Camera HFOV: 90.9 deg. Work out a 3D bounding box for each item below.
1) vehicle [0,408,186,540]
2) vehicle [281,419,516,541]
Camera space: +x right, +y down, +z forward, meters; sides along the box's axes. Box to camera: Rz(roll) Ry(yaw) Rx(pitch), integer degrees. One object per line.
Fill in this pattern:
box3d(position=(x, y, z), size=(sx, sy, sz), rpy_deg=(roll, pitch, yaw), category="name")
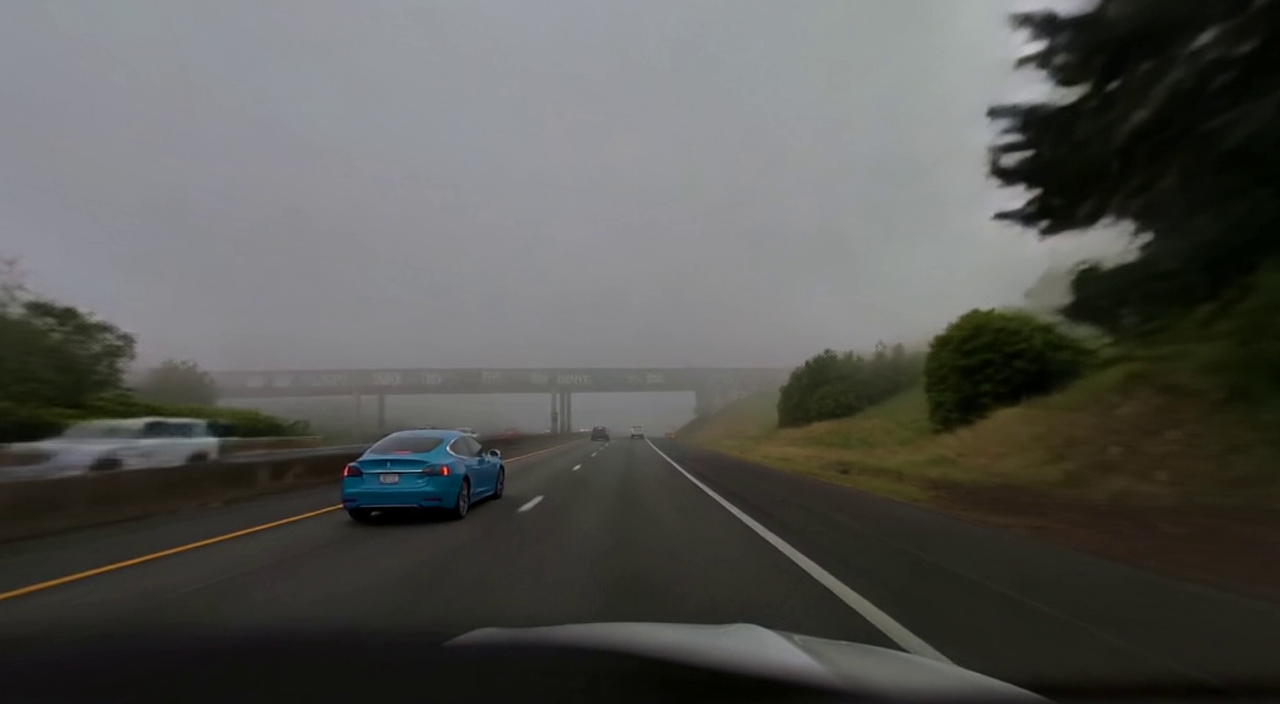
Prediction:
box3d(position=(-9.297, 1.710, 9.152), size=(2.140, 1.682, 4.426), rpy_deg=(0, -8, -1), category="vehicle")
box3d(position=(-3.542, 1.943, 10.404), size=(2.108, 1.555, 4.574), rpy_deg=(0, -7, -1), category="vehicle")
